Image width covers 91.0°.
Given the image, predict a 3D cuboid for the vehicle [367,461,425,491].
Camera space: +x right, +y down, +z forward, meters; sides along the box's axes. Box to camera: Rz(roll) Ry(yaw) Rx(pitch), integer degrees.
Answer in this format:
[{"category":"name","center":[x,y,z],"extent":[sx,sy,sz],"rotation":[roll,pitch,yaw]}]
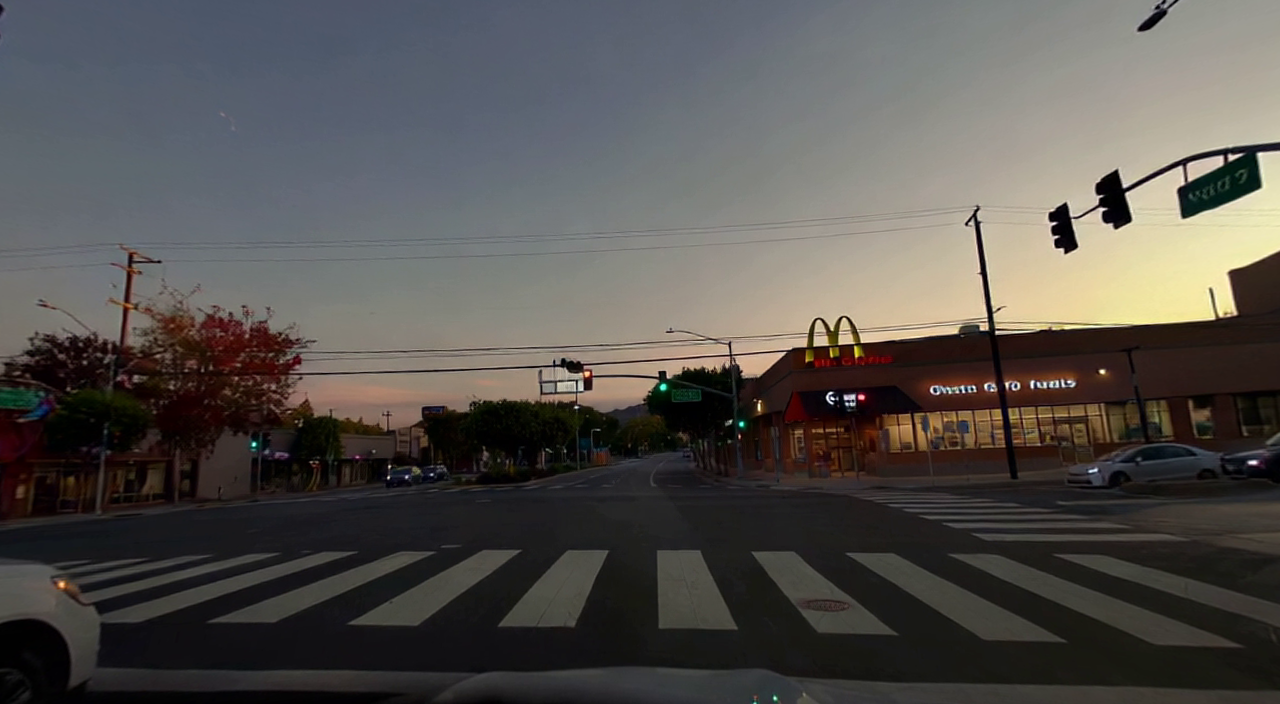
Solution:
[{"category":"vehicle","center":[-19.205,9.738,49.816],"extent":[2.227,2.033,5.614],"rotation":[0,-9,1]}]

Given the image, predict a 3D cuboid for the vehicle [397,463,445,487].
[{"category":"vehicle","center":[-15.743,8.832,45.409],"extent":[1.931,1.471,4.152],"rotation":[0,-9,0]}]

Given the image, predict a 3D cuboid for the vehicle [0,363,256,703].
[{"category":"vehicle","center":[-3.408,0.737,1.405],"extent":[2.081,1.644,4.523],"rotation":[0,-9,2]}]
